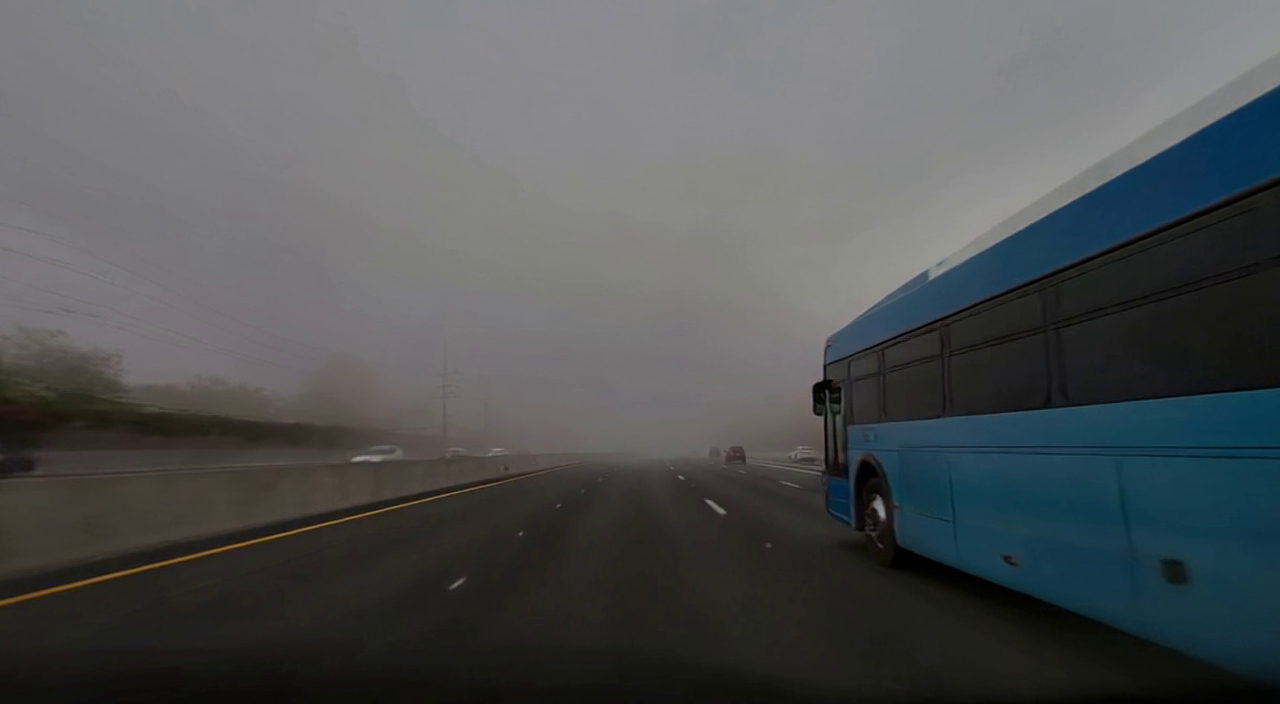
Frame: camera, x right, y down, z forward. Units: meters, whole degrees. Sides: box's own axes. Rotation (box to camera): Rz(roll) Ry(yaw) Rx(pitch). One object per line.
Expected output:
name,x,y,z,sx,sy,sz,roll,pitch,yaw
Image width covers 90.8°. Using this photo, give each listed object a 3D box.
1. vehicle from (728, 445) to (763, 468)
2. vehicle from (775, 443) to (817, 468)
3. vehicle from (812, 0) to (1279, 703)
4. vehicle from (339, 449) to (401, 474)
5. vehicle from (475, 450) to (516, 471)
vehicle,8.161,8.141,49.318,2.032,1.654,4.089,0,-8,1
vehicle,11.781,7.842,48.034,2.151,1.734,4.519,0,-9,1
vehicle,4.346,-0.027,2.953,3.144,3.580,14.591,0,-9,1
vehicle,-17.206,6.997,40.528,1.841,1.472,4.609,-1,-9,2
vehicle,-10.402,7.822,45.852,1.858,1.437,4.376,-1,-9,1
